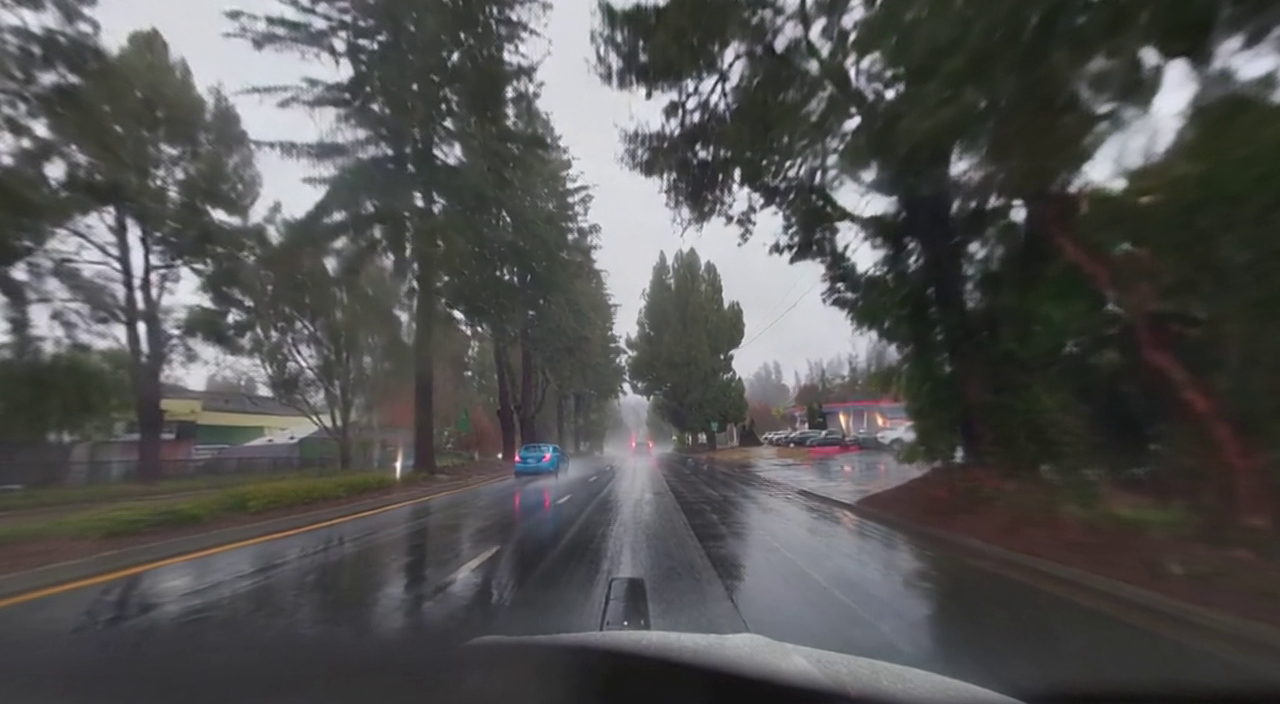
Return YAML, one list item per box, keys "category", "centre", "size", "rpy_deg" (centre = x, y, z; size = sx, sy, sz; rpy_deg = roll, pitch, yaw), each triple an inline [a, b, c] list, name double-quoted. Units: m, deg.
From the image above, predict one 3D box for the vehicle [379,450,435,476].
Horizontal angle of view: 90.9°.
- category: "vehicle"
  centre: [-15.042, 7.176, 41.016]
  size: [1.752, 1.590, 4.745]
  rpy_deg: [0, -8, 1]

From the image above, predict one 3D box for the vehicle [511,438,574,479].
- category: "vehicle"
  centre: [-4.128, 4.599, 27.434]
  size: [1.914, 1.630, 4.351]
  rpy_deg: [0, -8, 2]
